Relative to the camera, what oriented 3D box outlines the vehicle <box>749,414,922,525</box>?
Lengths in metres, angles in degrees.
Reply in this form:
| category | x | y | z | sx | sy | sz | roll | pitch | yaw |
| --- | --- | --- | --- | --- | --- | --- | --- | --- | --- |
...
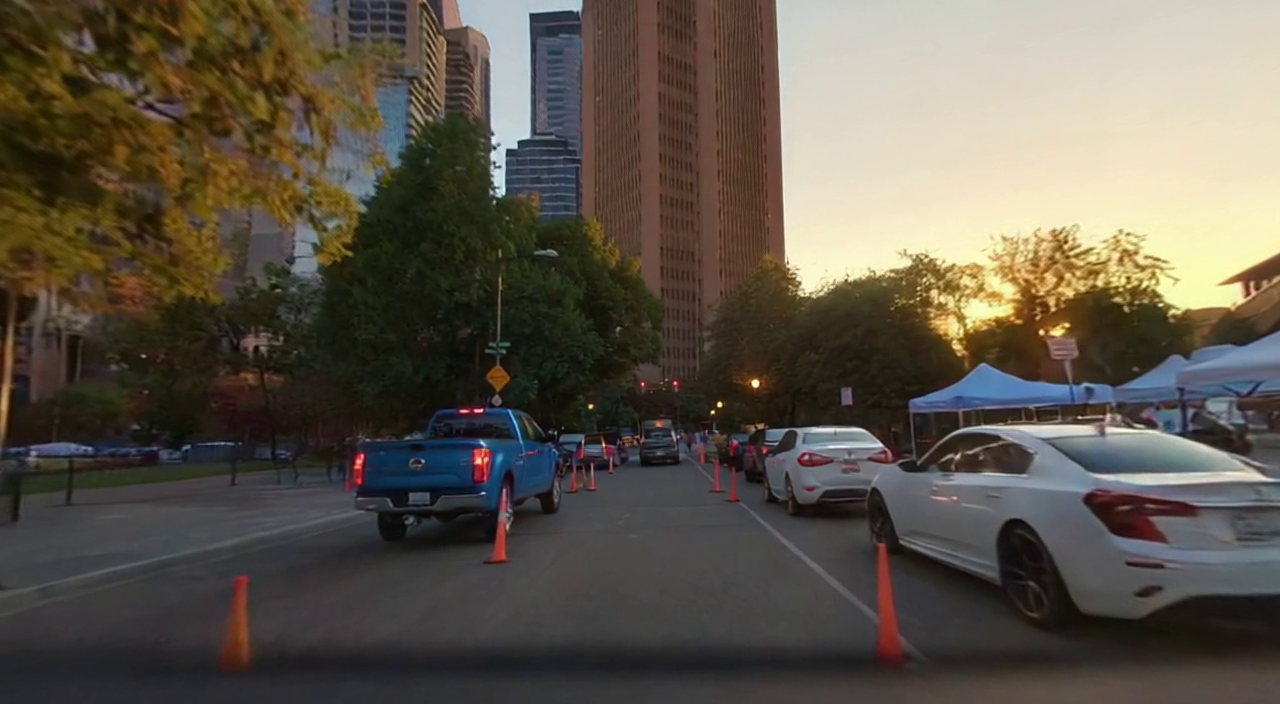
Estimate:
| category | x | y | z | sx | sy | sz | roll | pitch | yaw |
| --- | --- | --- | --- | --- | --- | --- | --- | --- | --- |
| vehicle | 3.171 | 2.000 | 11.165 | 1.941 | 1.577 | 4.038 | -1 | -9 | 3 |

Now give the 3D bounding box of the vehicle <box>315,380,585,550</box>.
| category | x | y | z | sx | sy | sz | roll | pitch | yaw |
| --- | --- | --- | --- | --- | --- | --- | --- | --- | --- |
| vehicle | -2.449 | 1.728 | 10.185 | 2.452 | 1.954 | 5.653 | -1 | -9 | 2 |

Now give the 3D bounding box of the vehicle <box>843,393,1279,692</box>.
| category | x | y | z | sx | sy | sz | roll | pitch | yaw |
| --- | --- | --- | --- | --- | --- | --- | --- | --- | --- |
| vehicle | 3.448 | 1.291 | 5.495 | 1.887 | 1.488 | 4.572 | 0 | -9 | 1 |

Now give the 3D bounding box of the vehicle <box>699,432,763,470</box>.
| category | x | y | z | sx | sy | sz | roll | pitch | yaw |
| --- | --- | --- | --- | --- | --- | --- | --- | --- | --- |
| vehicle | 3.936 | 4.333 | 27.968 | 2.021 | 1.506 | 4.643 | 0 | -7 | -2 |

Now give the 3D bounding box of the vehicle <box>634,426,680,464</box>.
| category | x | y | z | sx | sy | sz | roll | pitch | yaw |
| --- | --- | --- | --- | --- | --- | --- | --- | --- | --- |
| vehicle | 0.838 | 4.802 | 32.457 | 2.183 | 1.784 | 4.317 | 0 | -9 | 1 |
